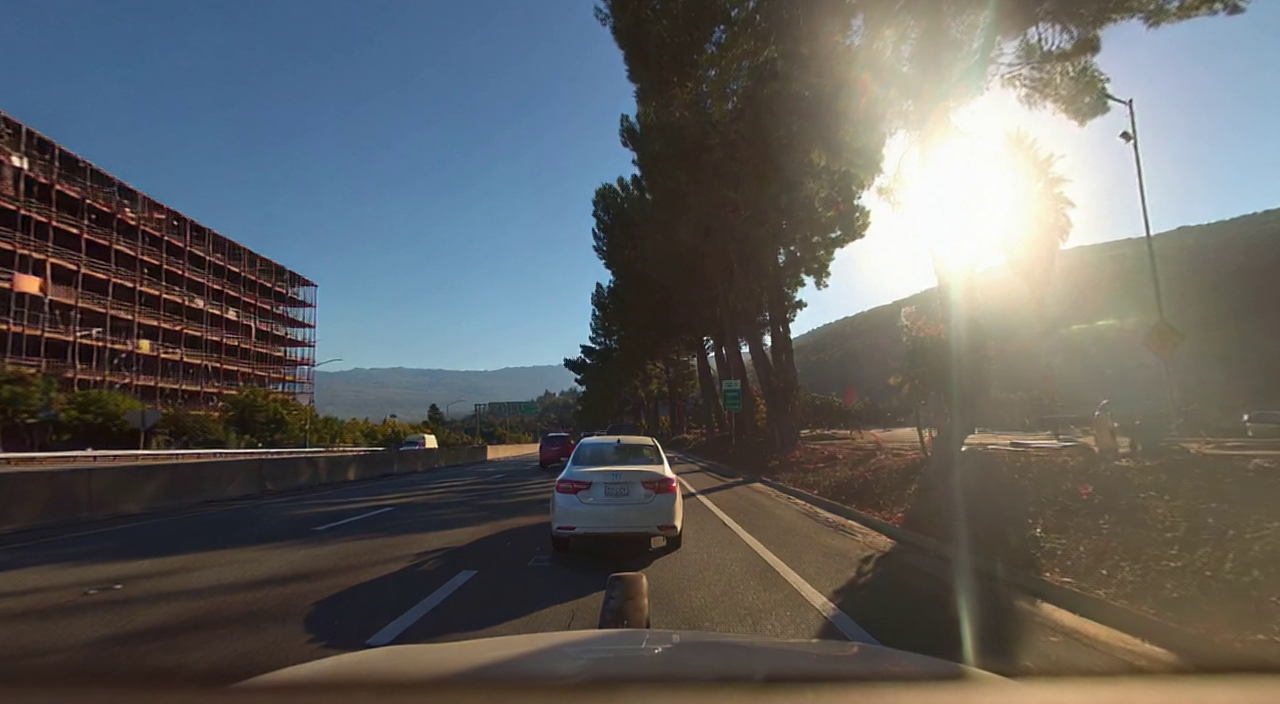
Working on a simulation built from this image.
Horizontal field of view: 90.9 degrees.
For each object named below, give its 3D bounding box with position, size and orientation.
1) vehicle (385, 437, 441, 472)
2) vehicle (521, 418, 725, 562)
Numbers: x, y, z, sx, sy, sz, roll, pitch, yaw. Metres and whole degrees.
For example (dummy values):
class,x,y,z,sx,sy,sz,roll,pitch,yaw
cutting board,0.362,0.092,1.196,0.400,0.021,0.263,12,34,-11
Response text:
class,x,y,z,sx,sy,sz,roll,pitch,yaw
vehicle,-10.409,4.638,28.696,2.072,1.465,4.394,3,-9,-23
vehicle,-0.180,1.737,8.660,2.112,1.482,4.076,0,-8,0
